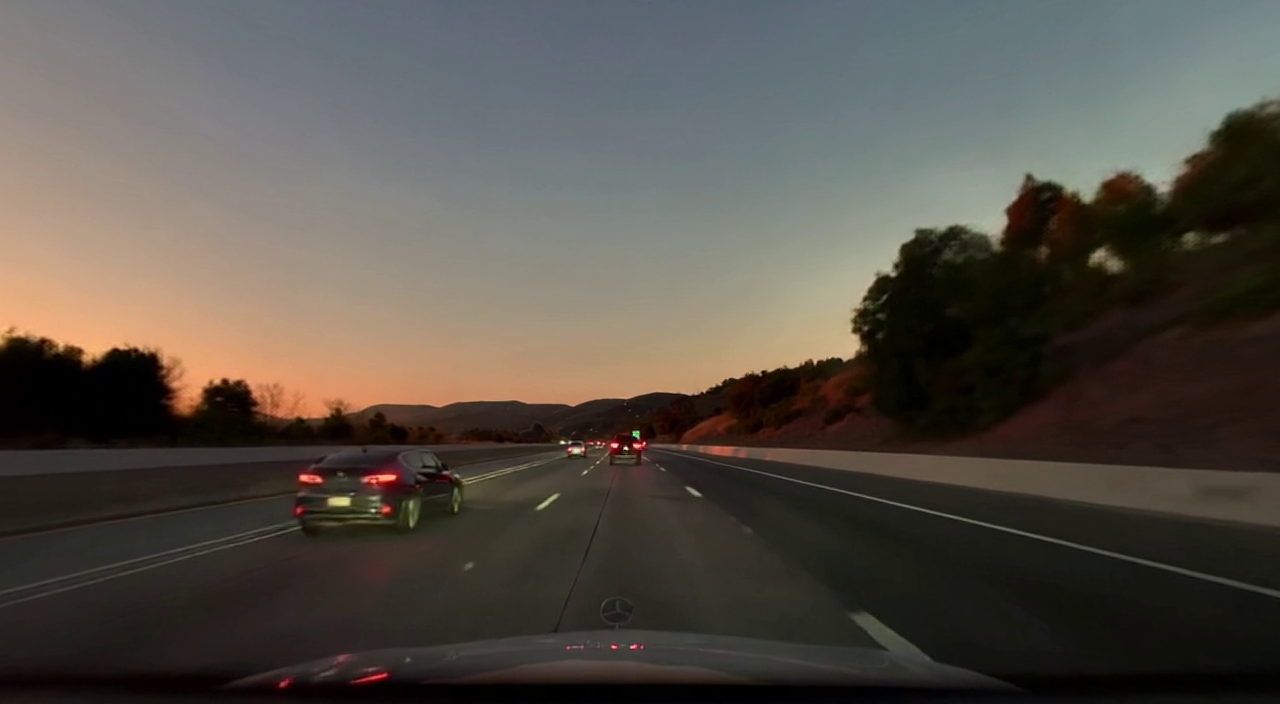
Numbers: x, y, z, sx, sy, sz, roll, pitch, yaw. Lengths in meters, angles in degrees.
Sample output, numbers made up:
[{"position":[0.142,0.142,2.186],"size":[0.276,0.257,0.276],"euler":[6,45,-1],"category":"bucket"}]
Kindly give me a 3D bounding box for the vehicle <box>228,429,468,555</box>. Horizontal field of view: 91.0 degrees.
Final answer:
[{"position":[-4.201,2.034,9.855],"size":[1.945,1.550,3.780],"euler":[0,-8,0],"category":"vehicle"}]

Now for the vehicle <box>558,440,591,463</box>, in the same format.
[{"position":[-4.816,7.351,46.764],"size":[2.039,1.602,4.317],"euler":[0,-8,-1],"category":"vehicle"}]

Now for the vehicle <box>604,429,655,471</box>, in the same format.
[{"position":[-0.566,4.942,31.968],"size":[2.382,1.973,4.439],"euler":[0,-8,-1],"category":"vehicle"}]
